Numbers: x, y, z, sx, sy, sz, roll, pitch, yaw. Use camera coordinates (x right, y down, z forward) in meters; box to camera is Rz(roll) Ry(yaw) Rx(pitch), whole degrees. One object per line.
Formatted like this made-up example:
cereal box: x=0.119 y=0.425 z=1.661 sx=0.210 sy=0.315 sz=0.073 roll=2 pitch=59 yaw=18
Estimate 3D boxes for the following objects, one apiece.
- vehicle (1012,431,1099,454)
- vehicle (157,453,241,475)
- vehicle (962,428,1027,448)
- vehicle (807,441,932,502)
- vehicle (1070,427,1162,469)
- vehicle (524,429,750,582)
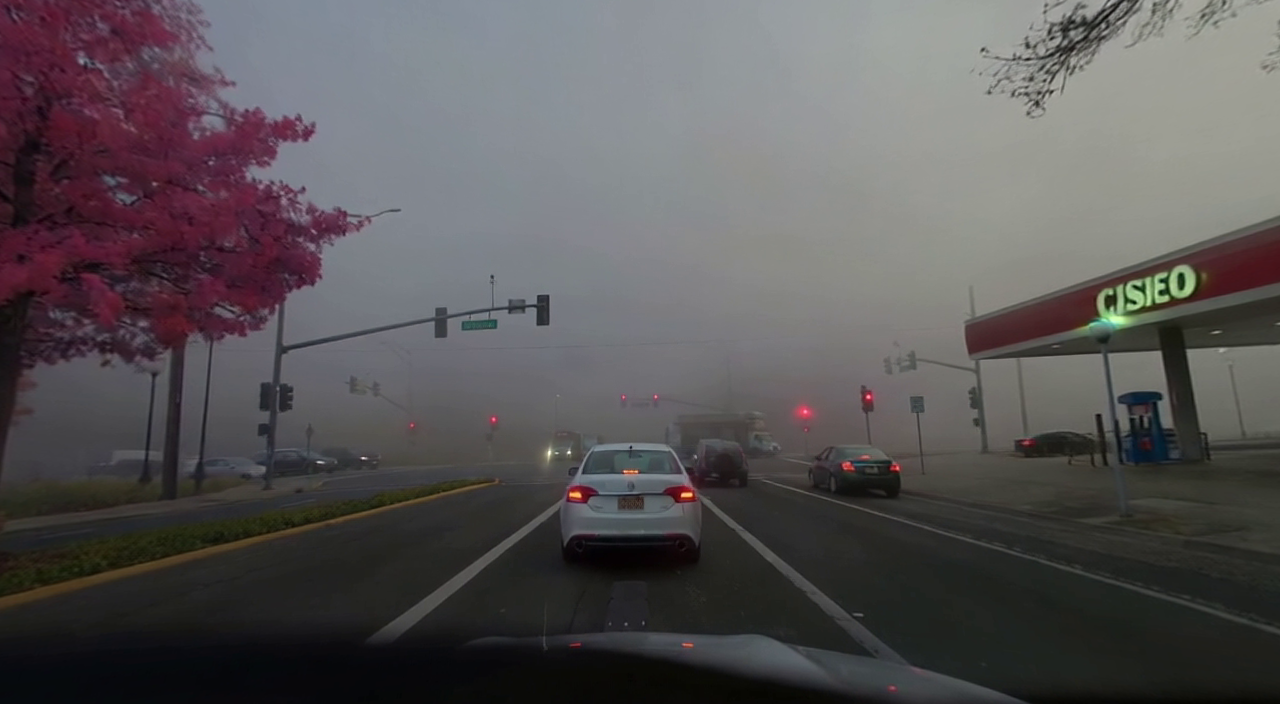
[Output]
vehicle: x=28.399 y=6.192 z=43.202 sx=4.458 sy=1.510 sz=1.947 roll=-1 pitch=-8 yaw=6
vehicle: x=-30.383 y=7.697 z=43.460 sx=4.609 sy=1.465 sz=1.944 roll=-2 pitch=-8 yaw=10
vehicle: x=27.702 y=6.753 z=49.327 sx=3.968 sy=1.572 sz=1.740 roll=0 pitch=-8 yaw=3
vehicle: x=6.383 y=3.351 z=18.152 sx=1.942 sy=1.511 sz=4.390 roll=0 pitch=-8 yaw=0
vehicle: x=18.560 y=3.717 z=24.506 sx=4.300 sy=1.495 sz=2.053 roll=8 pitch=-12 yaw=-44
vehicle: x=-0.052 y=1.804 z=8.276 sx=2.213 sy=1.482 sz=4.057 roll=0 pitch=-8 yaw=-1
